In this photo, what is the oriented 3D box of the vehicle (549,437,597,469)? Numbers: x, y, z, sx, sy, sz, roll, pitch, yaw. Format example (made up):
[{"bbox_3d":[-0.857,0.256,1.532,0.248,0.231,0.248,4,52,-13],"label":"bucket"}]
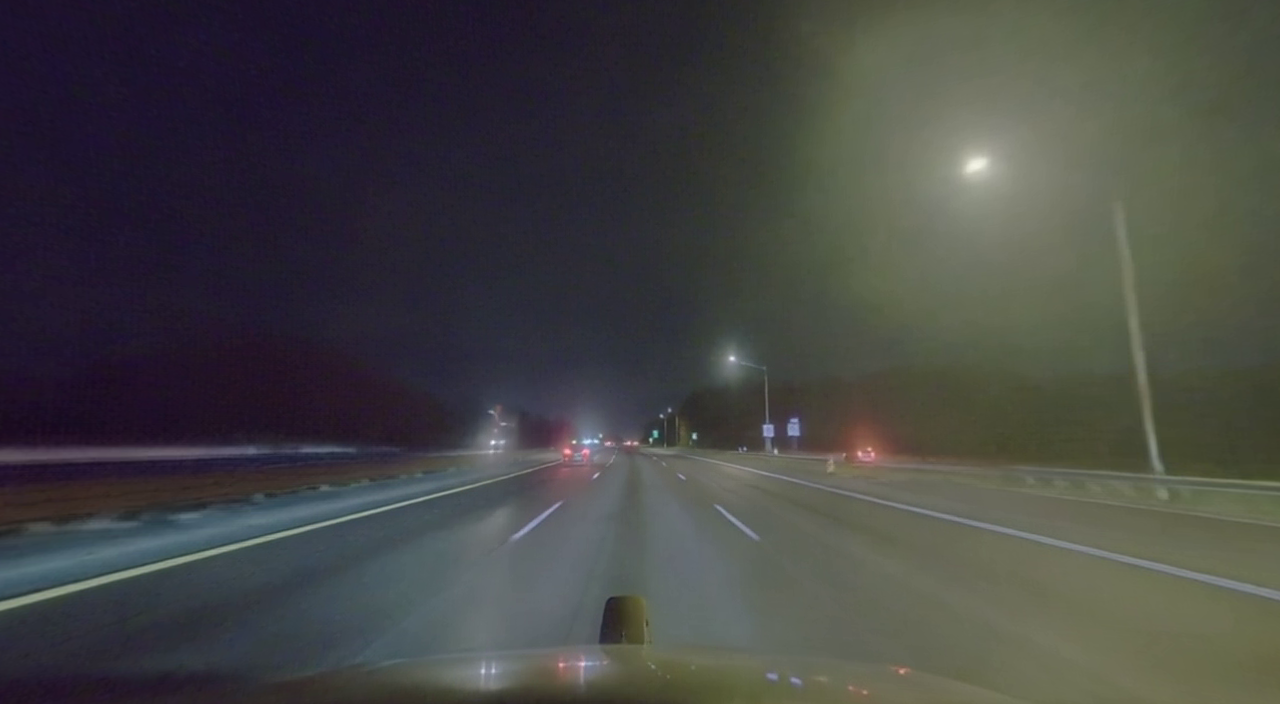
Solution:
[{"bbox_3d":[-3.620,5.586,34.929,2.160,1.608,5.012,0,-8,0],"label":"vehicle"}]
